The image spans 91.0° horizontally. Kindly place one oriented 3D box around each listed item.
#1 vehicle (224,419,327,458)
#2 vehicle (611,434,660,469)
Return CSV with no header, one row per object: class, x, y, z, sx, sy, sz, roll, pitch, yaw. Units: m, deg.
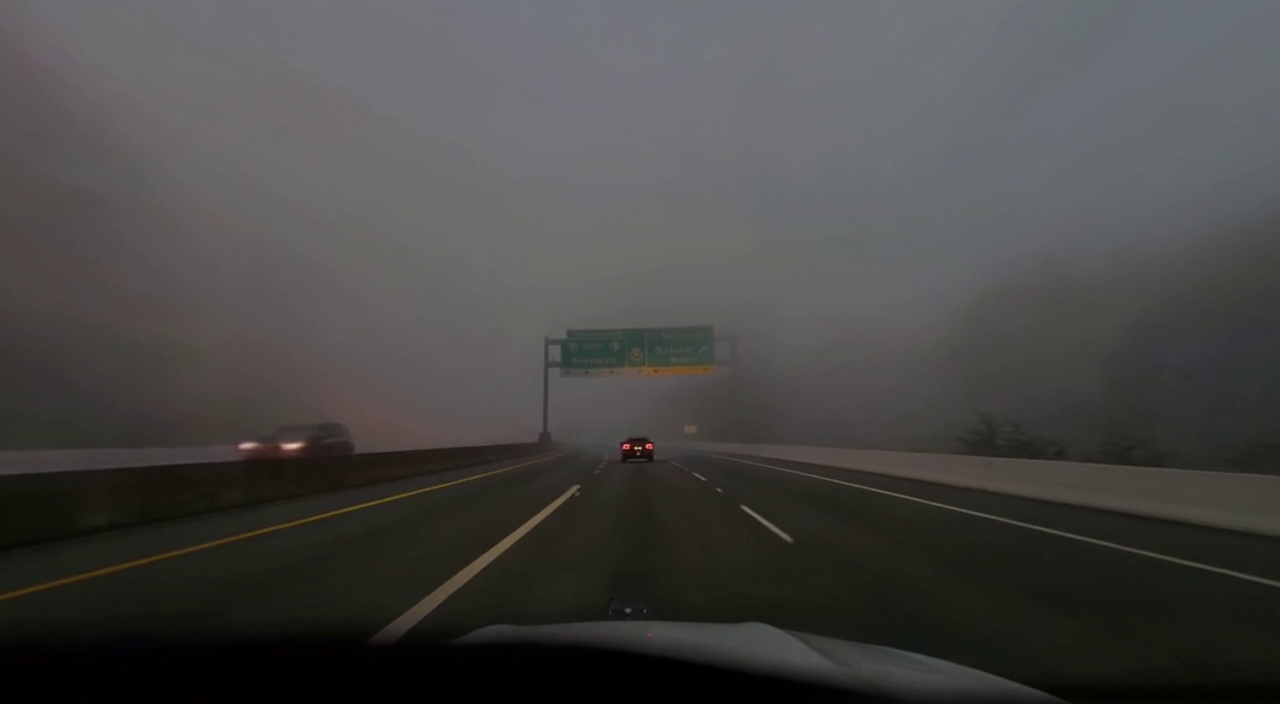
vehicle,-15.531,3.752,27.123,1.869,1.509,4.284,1,-8,0
vehicle,-0.202,4.641,29.483,2.130,1.512,4.057,1,-8,0
